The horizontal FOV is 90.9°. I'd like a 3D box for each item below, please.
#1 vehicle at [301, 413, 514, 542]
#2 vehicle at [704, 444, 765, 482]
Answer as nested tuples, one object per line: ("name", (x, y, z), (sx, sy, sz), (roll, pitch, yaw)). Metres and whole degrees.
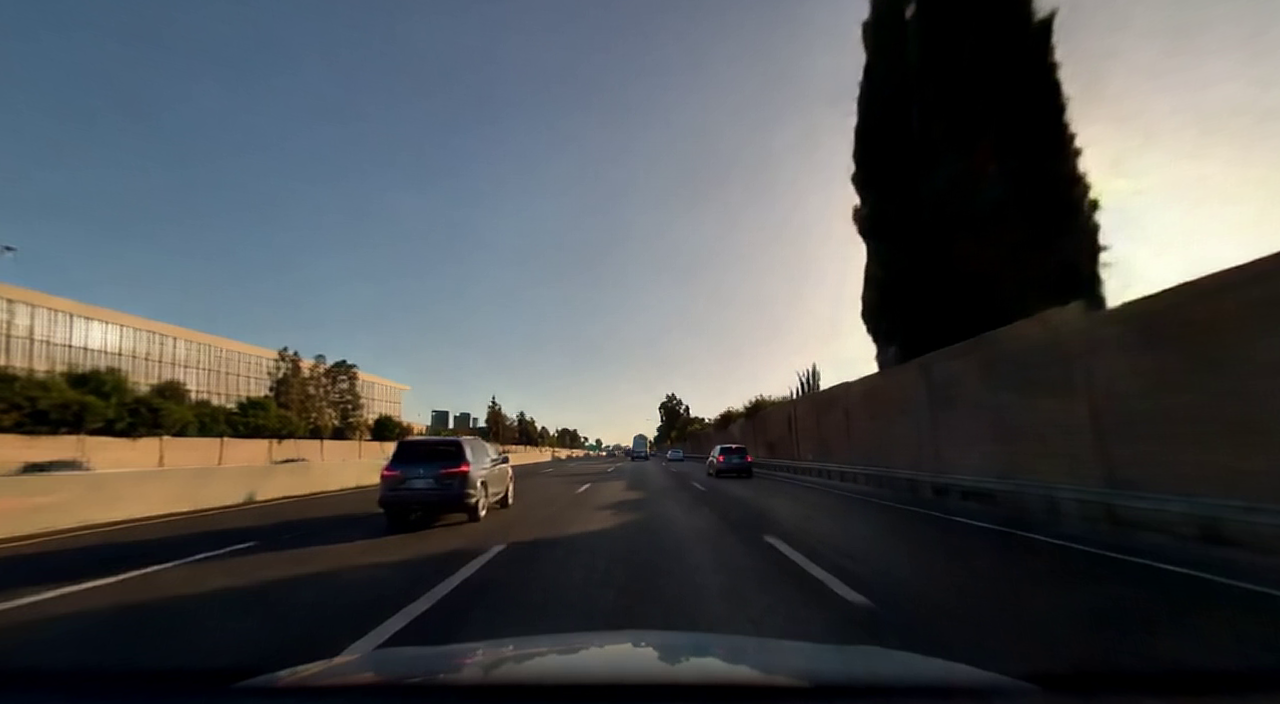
("vehicle", (-3.760, 2.126, 11.213), (2.014, 1.811, 4.369), (0, -9, 1))
("vehicle", (4.069, 4.860, 27.850), (1.973, 1.536, 4.337), (0, -9, -1))
